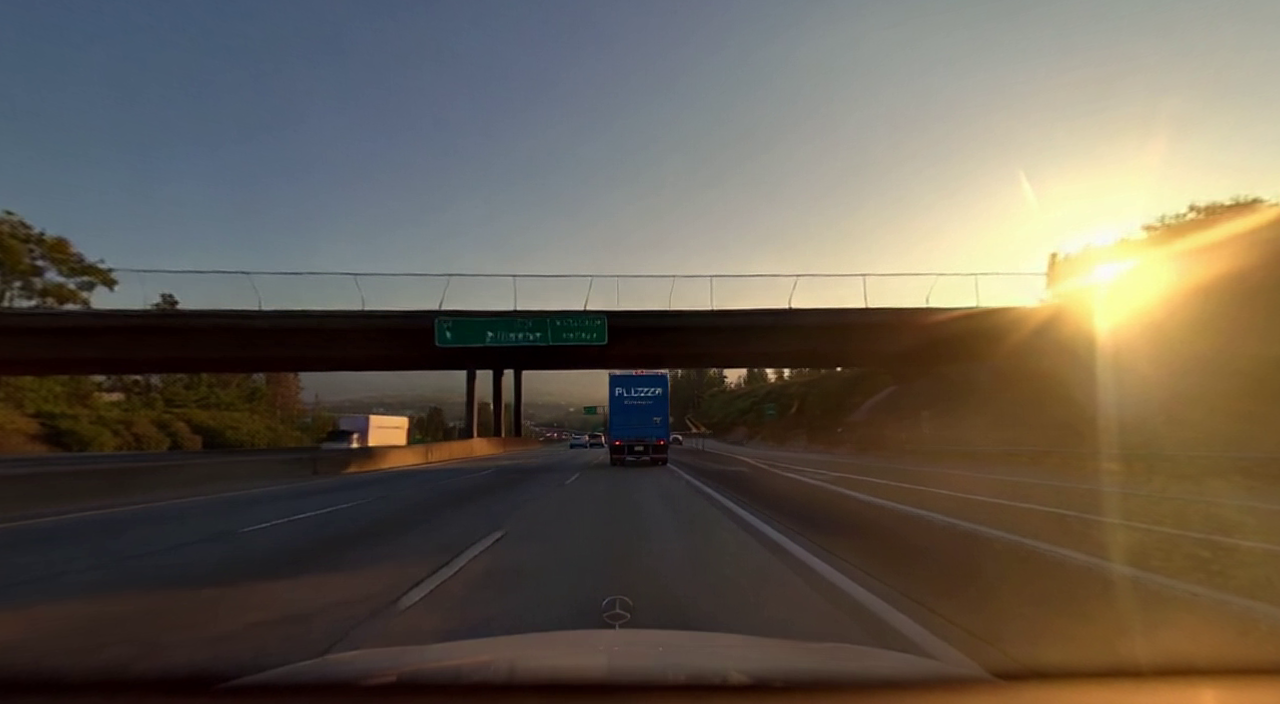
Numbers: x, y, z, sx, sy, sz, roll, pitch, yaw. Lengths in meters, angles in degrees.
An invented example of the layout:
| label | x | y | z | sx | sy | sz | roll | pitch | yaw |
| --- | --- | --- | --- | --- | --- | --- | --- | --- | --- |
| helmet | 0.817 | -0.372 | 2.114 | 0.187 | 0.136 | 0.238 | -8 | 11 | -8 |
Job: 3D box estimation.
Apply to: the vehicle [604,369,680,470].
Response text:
| label | x | y | z | sx | sy | sz | roll | pitch | yaw |
| --- | --- | --- | --- | --- | --- | --- | --- | --- | --- |
| vehicle | -0.046 | 3.422 | 30.597 | 2.926 | 3.959 | 11.818 | 0 | -8 | -1 |
